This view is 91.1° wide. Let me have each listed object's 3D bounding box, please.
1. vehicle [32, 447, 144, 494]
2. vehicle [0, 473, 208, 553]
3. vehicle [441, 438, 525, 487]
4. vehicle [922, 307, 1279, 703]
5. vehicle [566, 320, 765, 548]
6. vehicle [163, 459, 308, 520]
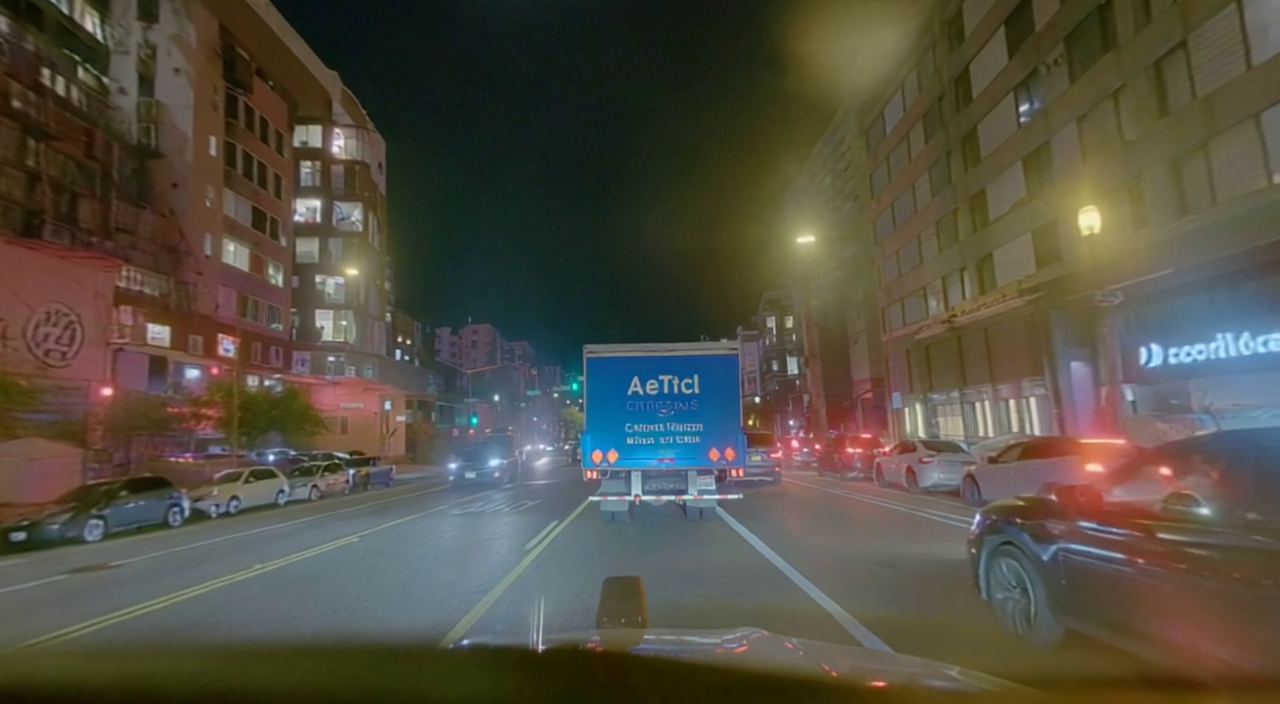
[{"bbox_3d":[-27.939,5.977,31.816,3.961,1.764,1.952,-6,-5,2],"label":"vehicle"},{"bbox_3d":[-13.492,3.944,15.960,1.901,1.508,4.405,0,-8,-1],"label":"vehicle"},{"bbox_3d":[-5.952,4.216,24.371,2.046,1.711,4.320,0,-8,1],"label":"vehicle"},{"bbox_3d":[3.384,0.828,2.893,2.104,1.786,4.498,0,-8,1],"label":"vehicle"},{"bbox_3d":[0.222,1.479,11.209,2.517,2.926,6.177,0,-8,-2],"label":"vehicle"},{"bbox_3d":[-13.374,4.527,21.131,1.943,1.682,4.365,0,-8,0],"label":"vehicle"}]
